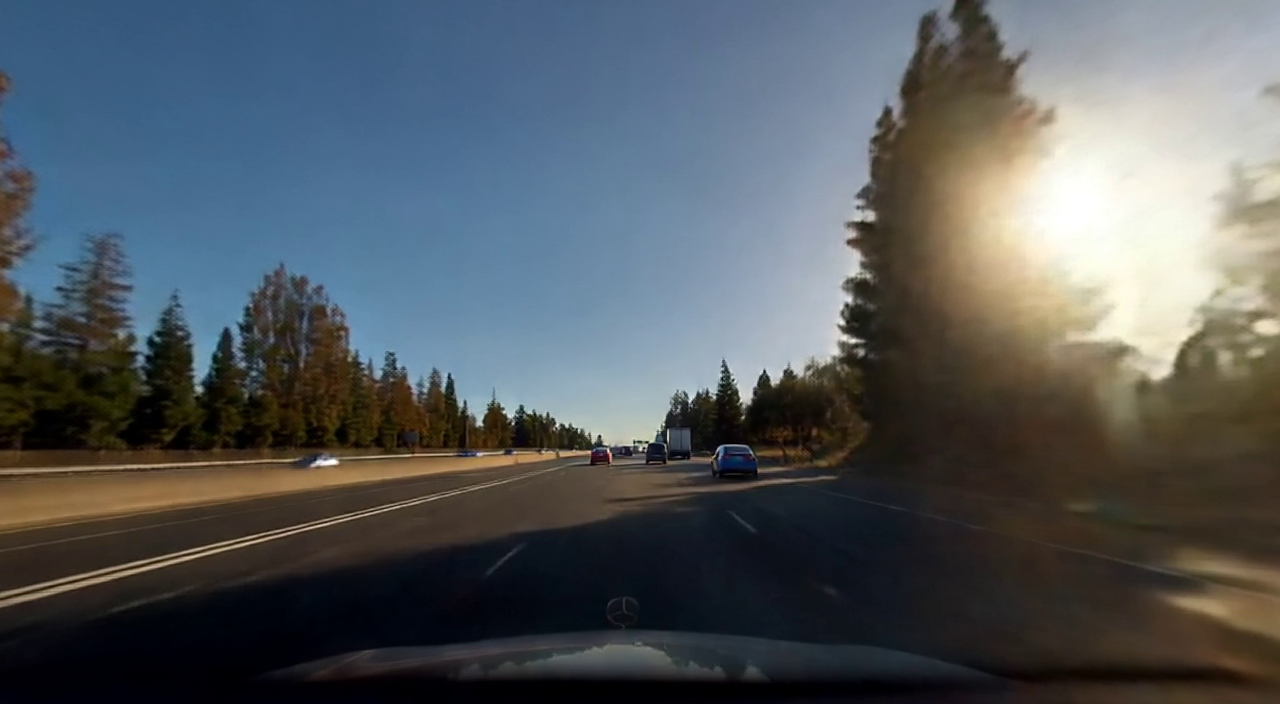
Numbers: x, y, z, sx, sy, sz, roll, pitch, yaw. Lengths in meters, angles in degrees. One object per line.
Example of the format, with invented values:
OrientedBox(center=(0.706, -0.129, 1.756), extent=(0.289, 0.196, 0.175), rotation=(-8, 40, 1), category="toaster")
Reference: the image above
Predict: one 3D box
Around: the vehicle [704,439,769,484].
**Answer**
OrientedBox(center=(4.017, 4.646, 26.989), extent=(2.082, 1.720, 4.393), rotation=(0, -9, 0), category="vehicle")

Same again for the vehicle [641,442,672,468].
OrientedBox(center=(1.153, 7.533, 46.102), extent=(2.205, 1.785, 4.423), rotation=(0, -9, 0), category="vehicle")
